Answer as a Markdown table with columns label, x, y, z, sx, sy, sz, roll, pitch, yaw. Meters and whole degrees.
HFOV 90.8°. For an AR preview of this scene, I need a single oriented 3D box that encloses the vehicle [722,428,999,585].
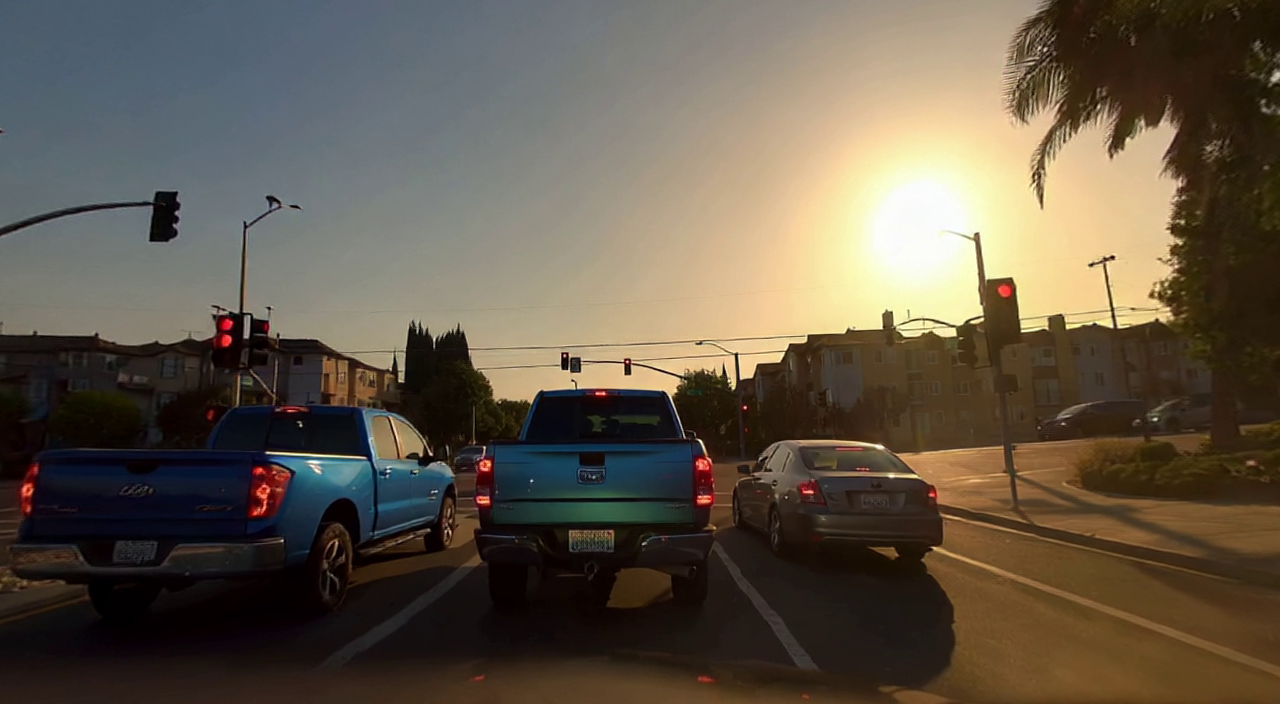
| label | x | y | z | sx | sy | sz | roll | pitch | yaw |
| --- | --- | --- | --- | --- | --- | --- | --- | --- | --- |
| vehicle | 2.405 | 1.815 | 8.307 | 2.016 | 1.481 | 4.336 | 0 | -9 | -1 |

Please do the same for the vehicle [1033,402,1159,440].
| label | x | y | z | sx | sy | sz | roll | pitch | yaw |
| --- | --- | --- | --- | --- | --- | --- | --- | --- | --- |
| vehicle | 23.327 | 3.585 | 32.489 | 4.721 | 1.866 | 2.188 | 0 | -9 | 2 |

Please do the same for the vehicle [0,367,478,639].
| label | x | y | z | sx | sy | sz | roll | pitch | yaw |
| --- | --- | --- | --- | --- | --- | --- | --- | --- | --- |
| vehicle | -3.466 | 1.396 | 6.927 | 2.146 | 1.828 | 5.148 | 0 | -9 | -2 |

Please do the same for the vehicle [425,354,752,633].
| label | x | y | z | sx | sy | sz | roll | pitch | yaw |
| --- | --- | --- | --- | --- | --- | --- | --- | --- | --- |
| vehicle | -0.397 | 1.314 | 6.751 | 2.282 | 1.964 | 4.421 | 0 | -9 | -1 |

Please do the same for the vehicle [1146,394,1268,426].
| label | x | y | z | sx | sy | sz | roll | pitch | yaw |
| --- | --- | --- | --- | --- | --- | --- | --- | --- | --- |
| vehicle | 29.265 | 3.043 | 32.698 | 4.540 | 1.543 | 1.803 | 0 | -9 | 0 |
